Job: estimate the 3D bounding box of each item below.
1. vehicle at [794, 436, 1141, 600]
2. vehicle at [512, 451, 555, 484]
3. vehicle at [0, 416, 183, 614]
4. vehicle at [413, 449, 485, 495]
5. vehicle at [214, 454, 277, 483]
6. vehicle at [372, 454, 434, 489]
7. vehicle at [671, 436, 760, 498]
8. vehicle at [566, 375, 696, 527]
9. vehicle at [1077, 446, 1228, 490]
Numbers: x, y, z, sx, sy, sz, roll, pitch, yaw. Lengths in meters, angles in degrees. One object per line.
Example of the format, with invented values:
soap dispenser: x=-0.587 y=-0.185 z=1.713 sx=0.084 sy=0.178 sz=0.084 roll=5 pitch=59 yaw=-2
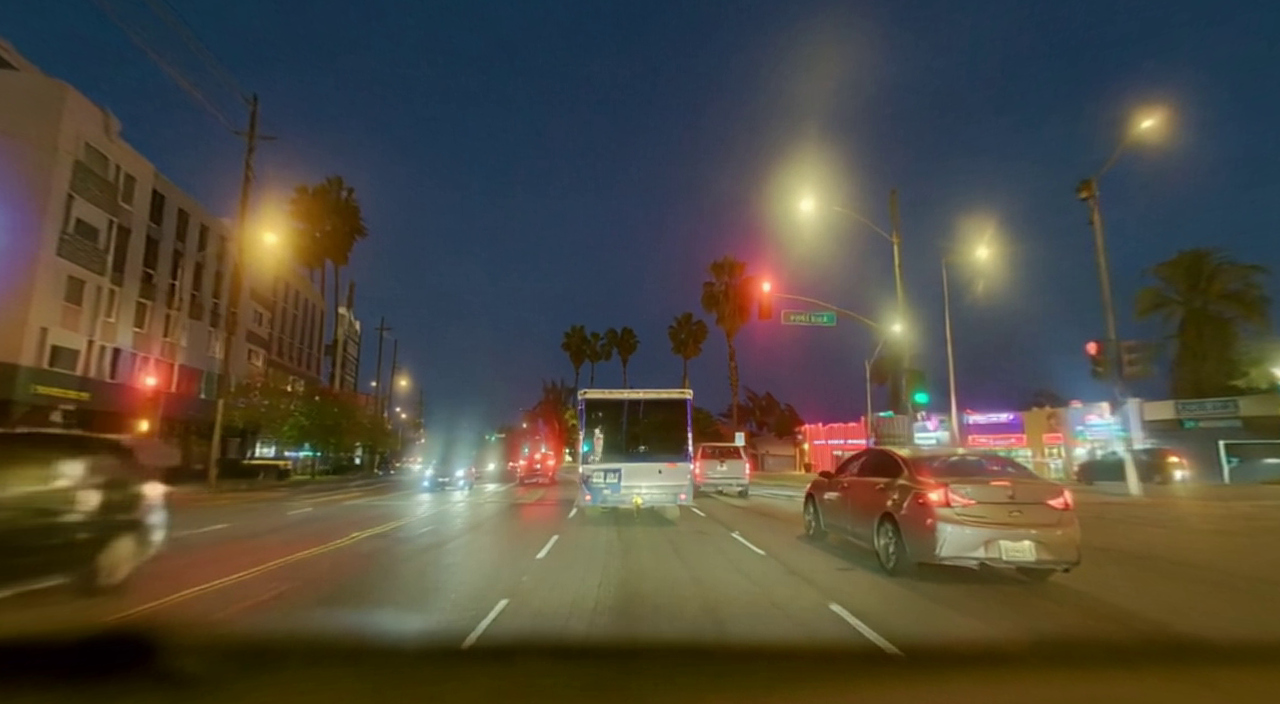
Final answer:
vehicle: x=3.637 y=1.878 z=8.235 sx=1.978 sy=1.507 sz=4.636 roll=0 pitch=-8 yaw=-1
vehicle: x=-5.623 y=6.110 z=33.593 sx=2.033 sy=1.555 sz=4.408 roll=1 pitch=-8 yaw=-7
vehicle: x=-5.938 y=1.273 z=4.847 sx=1.810 sy=1.546 sz=3.981 roll=0 pitch=-8 yaw=-1
vehicle: x=-7.195 y=4.519 z=24.042 sx=1.801 sy=1.524 sz=3.974 roll=1 pitch=-8 yaw=-5
vehicle: x=-24.528 y=7.234 z=39.255 sx=1.974 sy=1.597 sz=4.606 roll=2 pitch=-8 yaw=-15
vehicle: x=-11.670 y=5.884 z=31.213 sx=1.873 sy=1.510 sz=4.151 roll=1 pitch=-8 yaw=-7
vehicle: x=2.540 y=4.053 z=22.812 sx=2.157 sy=1.944 sz=5.423 roll=1 pitch=-8 yaw=-4
vehicle: x=-0.424 y=2.352 z=15.411 sx=2.517 sy=2.926 sz=6.177 roll=1 pitch=-8 yaw=-5
vehicle: x=23.699 y=5.314 z=29.284 sx=2.111 sy=1.804 sz=4.910 roll=5 pitch=-9 yaw=-28
